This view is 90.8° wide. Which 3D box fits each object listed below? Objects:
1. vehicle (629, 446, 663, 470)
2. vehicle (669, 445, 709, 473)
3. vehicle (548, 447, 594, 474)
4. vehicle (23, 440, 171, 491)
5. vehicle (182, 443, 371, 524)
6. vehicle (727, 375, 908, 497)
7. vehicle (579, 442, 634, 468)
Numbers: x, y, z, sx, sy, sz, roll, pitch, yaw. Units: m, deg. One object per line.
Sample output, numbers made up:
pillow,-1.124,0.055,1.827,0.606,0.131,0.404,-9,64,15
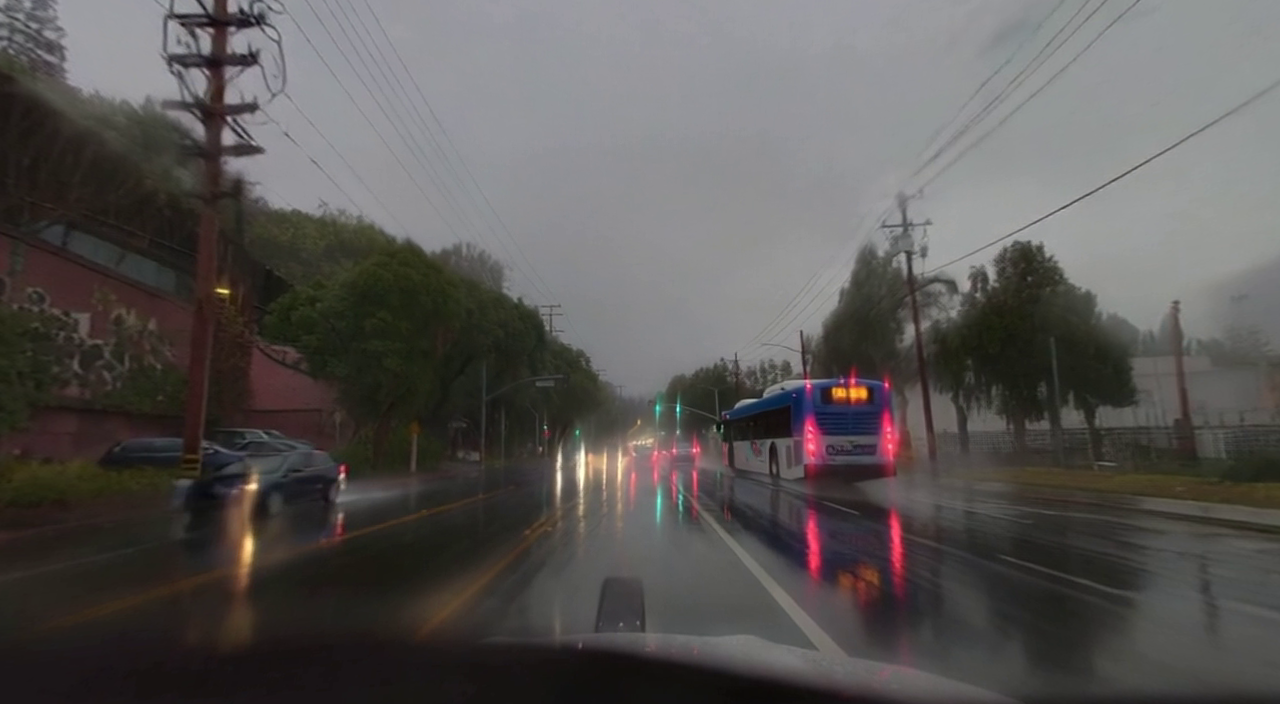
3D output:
vehicle,0.341,6.950,41.789,2.016,1.464,4.089,0,-8,-3
vehicle,2.807,6.196,36.915,1.961,1.470,4.196,0,-8,0
vehicle,-4.037,6.419,37.587,1.915,1.452,4.654,-1,-8,4
vehicle,-23.418,4.883,27.392,4.497,2.023,2.073,-1,-7,1
vehicle,-8.645,3.106,15.616,2.017,1.659,4.405,0,-8,0
vehicle,5.882,3.261,24.237,3.045,3.447,12.604,0,-8,-1
vehicle,-2.482,7.751,47.732,2.076,1.815,4.464,-5,-9,29
